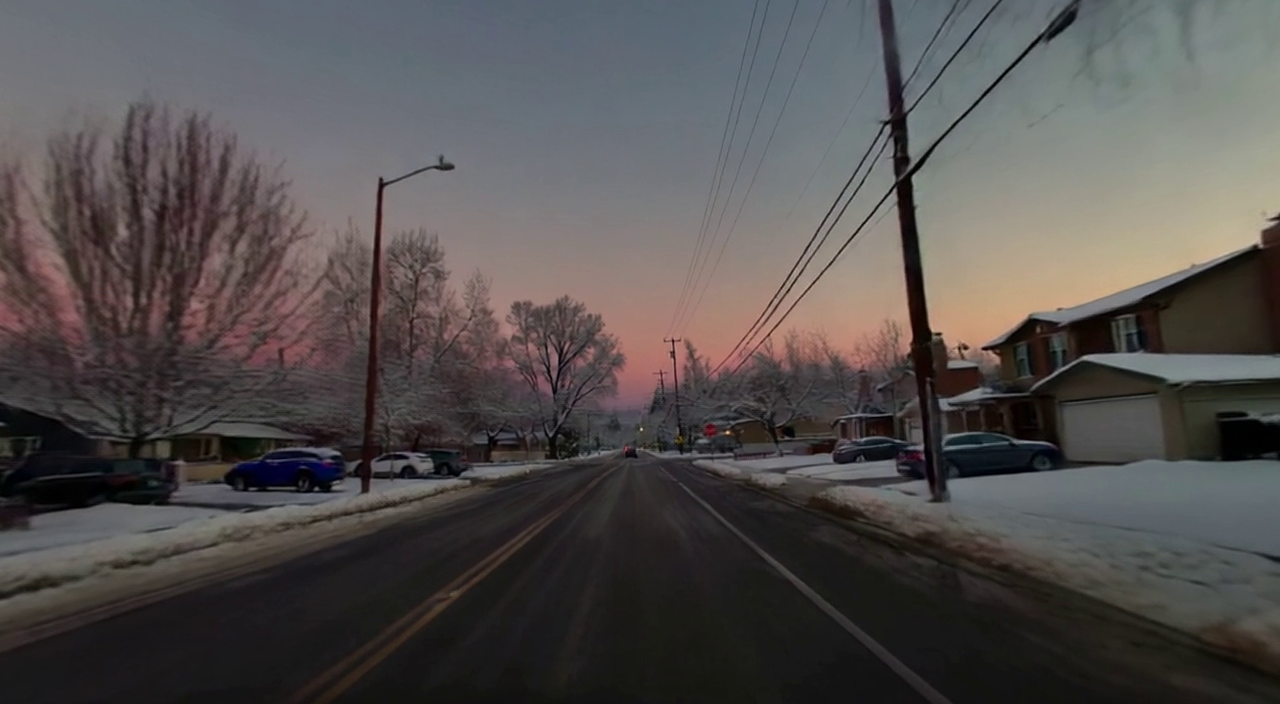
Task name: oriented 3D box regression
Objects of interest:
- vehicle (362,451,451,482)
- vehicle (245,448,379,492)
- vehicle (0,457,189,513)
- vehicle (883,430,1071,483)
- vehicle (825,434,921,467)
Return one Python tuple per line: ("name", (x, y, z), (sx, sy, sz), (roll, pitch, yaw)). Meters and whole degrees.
("vehicle", (-12.347, 6.100, 33.656), (3.927, 1.560, 2.049), (0, -9, 0))
("vehicle", (-12.965, 4.661, 25.226), (4.207, 1.648, 1.956), (1, -9, -6))
("vehicle", (-16.482, 3.925, 18.942), (4.199, 1.510, 2.058), (1, -9, -10))
("vehicle", (10.643, 3.303, 20.162), (4.908, 1.537, 2.065), (1, -9, -8))
("vehicle", (13.025, 5.499, 35.390), (4.653, 1.775, 1.906), (2, -9, -11))
